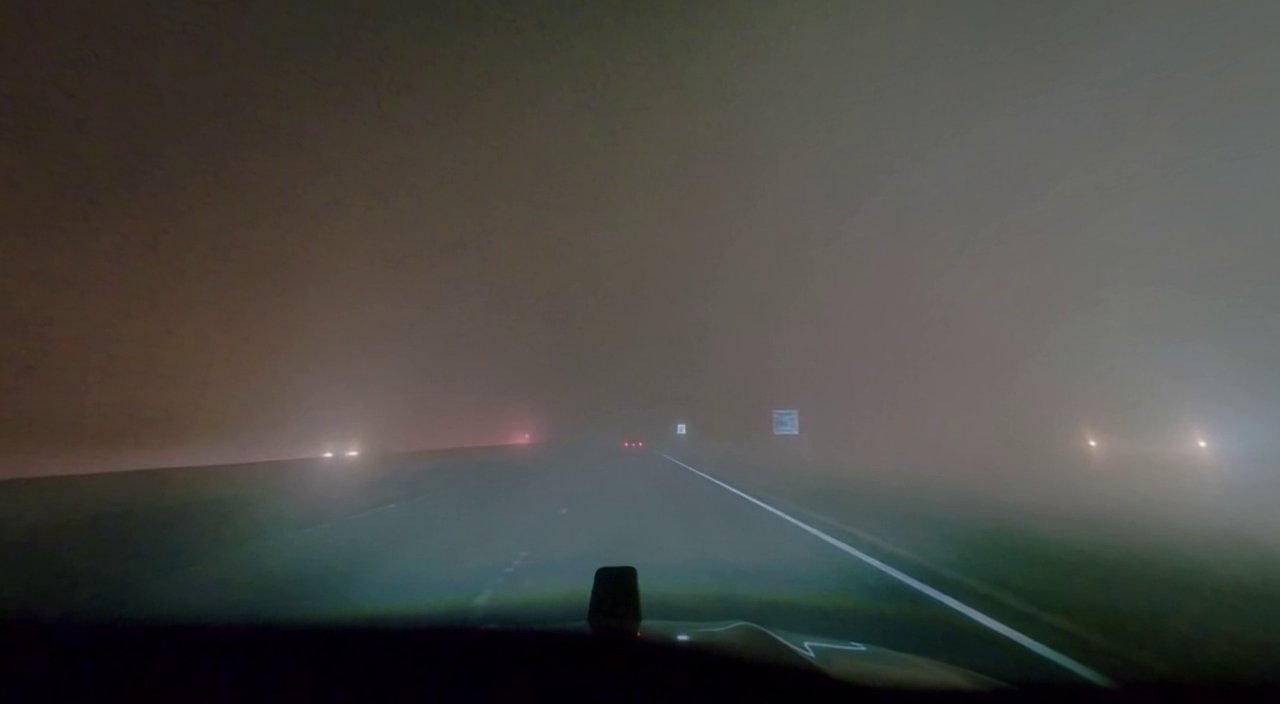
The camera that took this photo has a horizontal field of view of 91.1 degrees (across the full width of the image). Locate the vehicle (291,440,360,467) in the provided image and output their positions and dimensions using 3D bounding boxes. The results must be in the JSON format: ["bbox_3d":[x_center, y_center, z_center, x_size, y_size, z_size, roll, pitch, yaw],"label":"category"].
[{"bbox_3d":[-19.272,6.214,38.818,1.920,1.541,4.610,0,-8,-1],"label":"vehicle"}]
